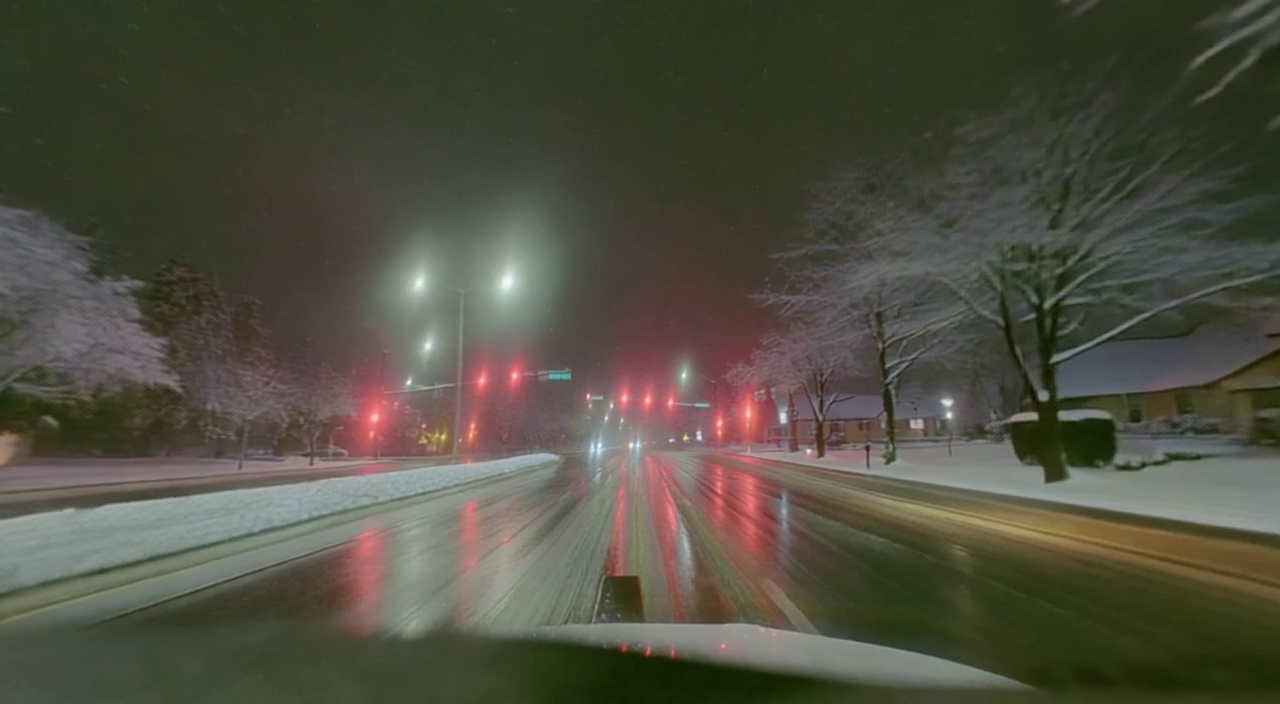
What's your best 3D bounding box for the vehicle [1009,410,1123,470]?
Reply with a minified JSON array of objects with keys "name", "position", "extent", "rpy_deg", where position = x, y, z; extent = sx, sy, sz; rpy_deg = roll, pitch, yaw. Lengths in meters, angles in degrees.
[{"name":"vehicle","position":[16.380,3.439,24.507],"extent":[1.951,2.131,3.345],"rpy_deg":[1,-9,-1]}]
